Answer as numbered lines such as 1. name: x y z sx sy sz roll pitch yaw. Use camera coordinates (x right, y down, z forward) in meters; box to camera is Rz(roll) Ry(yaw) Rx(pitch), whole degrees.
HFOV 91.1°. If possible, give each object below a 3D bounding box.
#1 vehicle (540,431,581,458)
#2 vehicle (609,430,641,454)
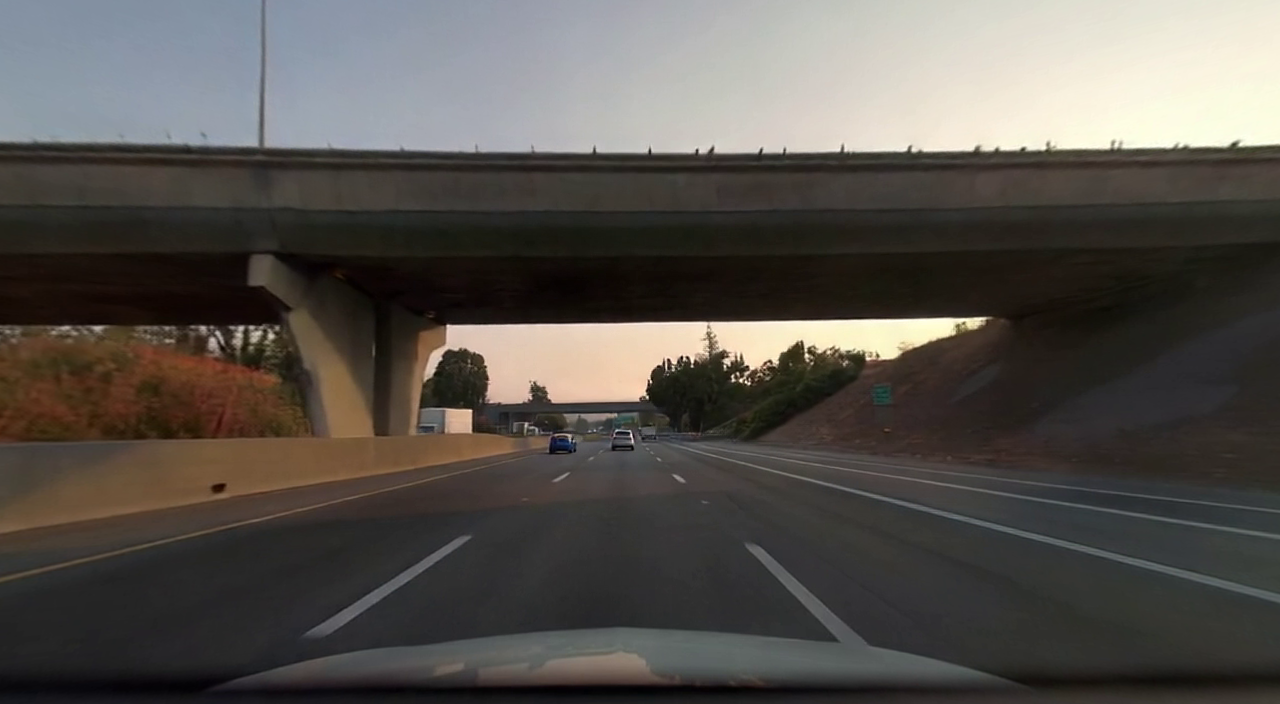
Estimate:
1. vehicle: -4.840 5.699 38.837 2.017 1.537 4.496 0 -8 0
2. vehicle: -1.035 6.382 44.654 2.116 1.625 4.004 0 -8 0
